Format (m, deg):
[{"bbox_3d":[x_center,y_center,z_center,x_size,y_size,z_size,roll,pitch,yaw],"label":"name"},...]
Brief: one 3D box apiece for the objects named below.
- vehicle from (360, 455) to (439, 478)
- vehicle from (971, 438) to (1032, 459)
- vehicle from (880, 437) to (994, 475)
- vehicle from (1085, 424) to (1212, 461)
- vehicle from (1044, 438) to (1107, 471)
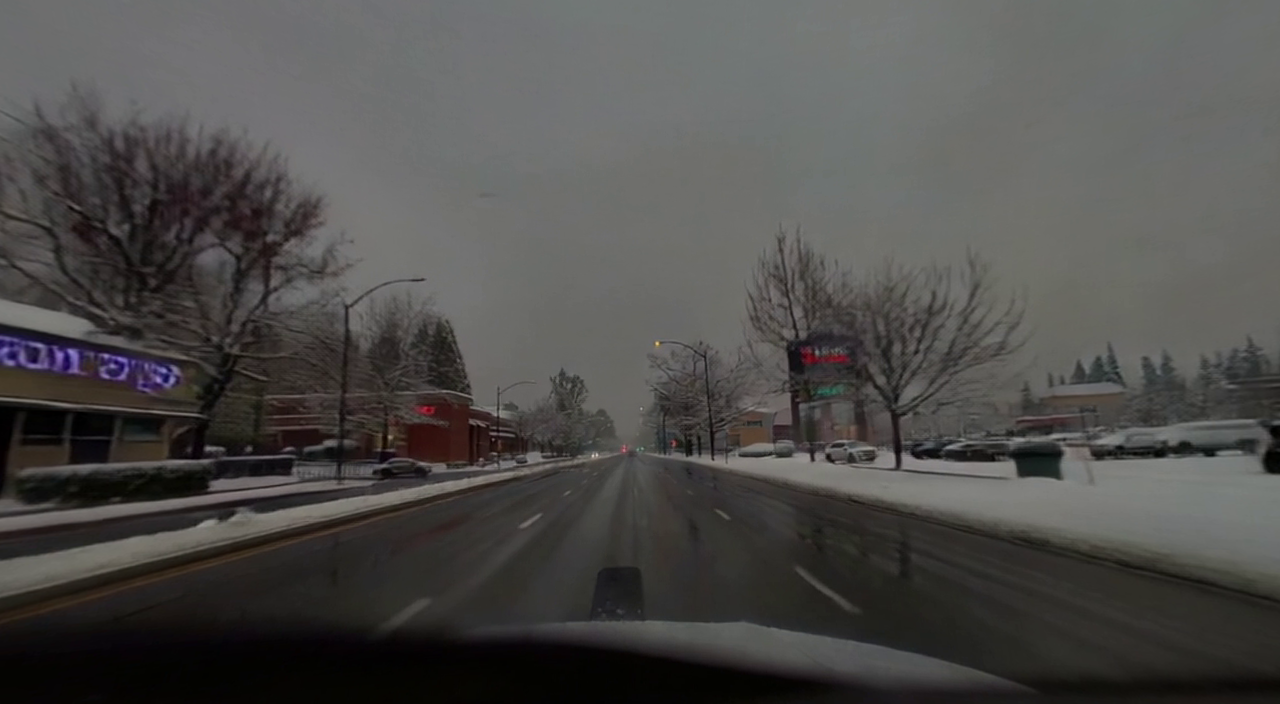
[{"bbox_3d":[-17.067,8.158,45.005,4.752,1.523,2.123,0,-8,-2],"label":"vehicle"},{"bbox_3d":[26.554,7.086,46.601,1.867,1.434,4.485,0,-8,0],"label":"vehicle"},{"bbox_3d":[15.969,5.618,34.188,4.914,1.540,2.200,-6,-8,1],"label":"vehicle"},{"bbox_3d":[28.190,5.058,35.373,2.194,1.889,5.745,0,-8,-1],"label":"vehicle"},{"bbox_3d":[21.163,4.978,30.869,1.901,1.461,4.482,-5,-9,27],"label":"vehicle"}]
